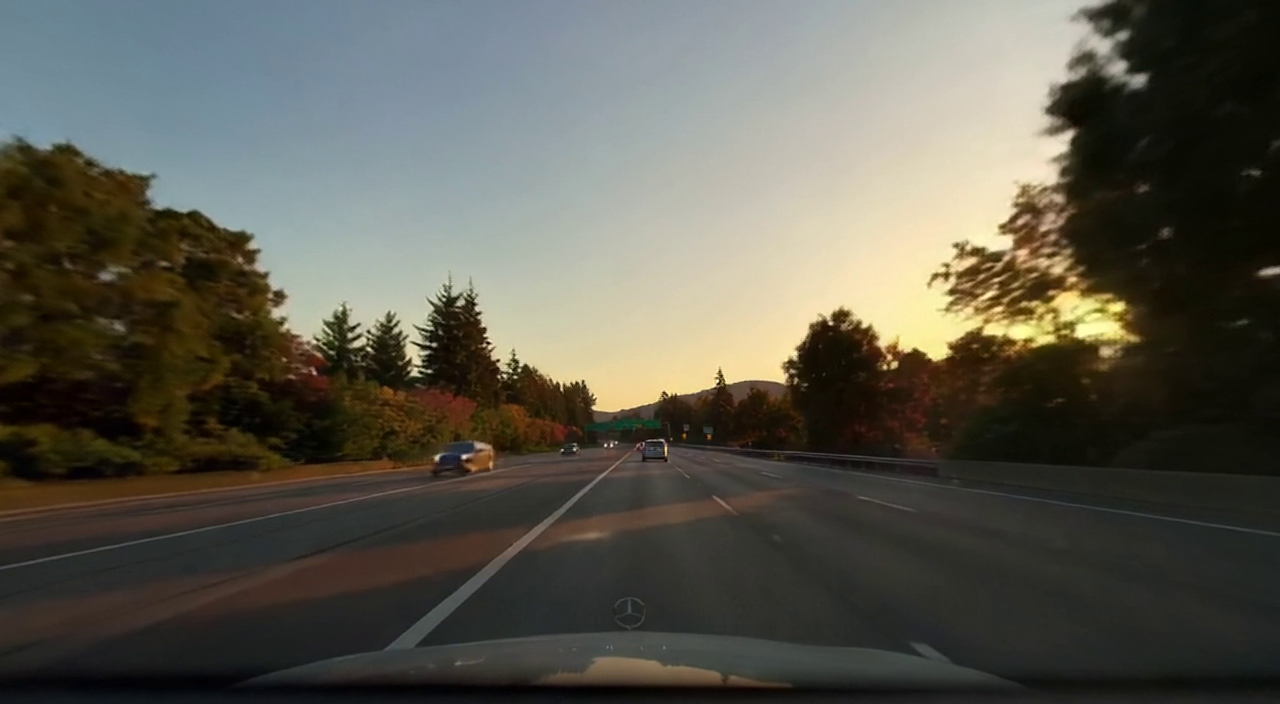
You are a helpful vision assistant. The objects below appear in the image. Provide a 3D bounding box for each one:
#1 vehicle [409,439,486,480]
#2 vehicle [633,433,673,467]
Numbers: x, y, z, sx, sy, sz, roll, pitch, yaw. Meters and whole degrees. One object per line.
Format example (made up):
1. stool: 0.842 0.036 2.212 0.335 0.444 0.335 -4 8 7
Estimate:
1. vehicle: -7.998 4.490 26.590 1.861 1.535 4.353 0 -8 0
2. vehicle: 0.790 5.945 38.373 2.301 1.944 4.554 0 -8 1
